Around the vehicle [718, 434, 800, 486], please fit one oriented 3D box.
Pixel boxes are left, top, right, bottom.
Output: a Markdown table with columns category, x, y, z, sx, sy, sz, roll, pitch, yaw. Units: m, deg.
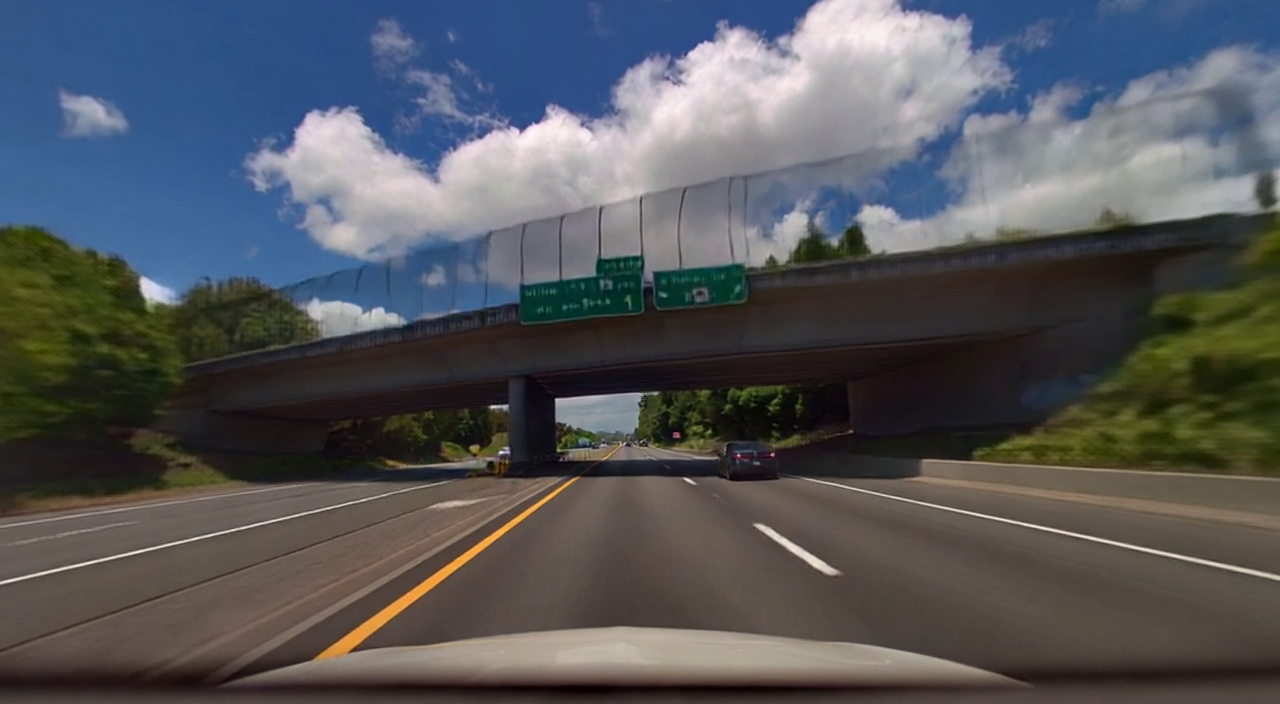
| category | x | y | z | sx | sy | sz | roll | pitch | yaw |
| --- | --- | --- | --- | --- | --- | --- | --- | --- | --- |
| vehicle | 3.664 | 3.377 | 19.972 | 1.781 | 1.470 | 3.540 | 0 | -8 | -2 |
